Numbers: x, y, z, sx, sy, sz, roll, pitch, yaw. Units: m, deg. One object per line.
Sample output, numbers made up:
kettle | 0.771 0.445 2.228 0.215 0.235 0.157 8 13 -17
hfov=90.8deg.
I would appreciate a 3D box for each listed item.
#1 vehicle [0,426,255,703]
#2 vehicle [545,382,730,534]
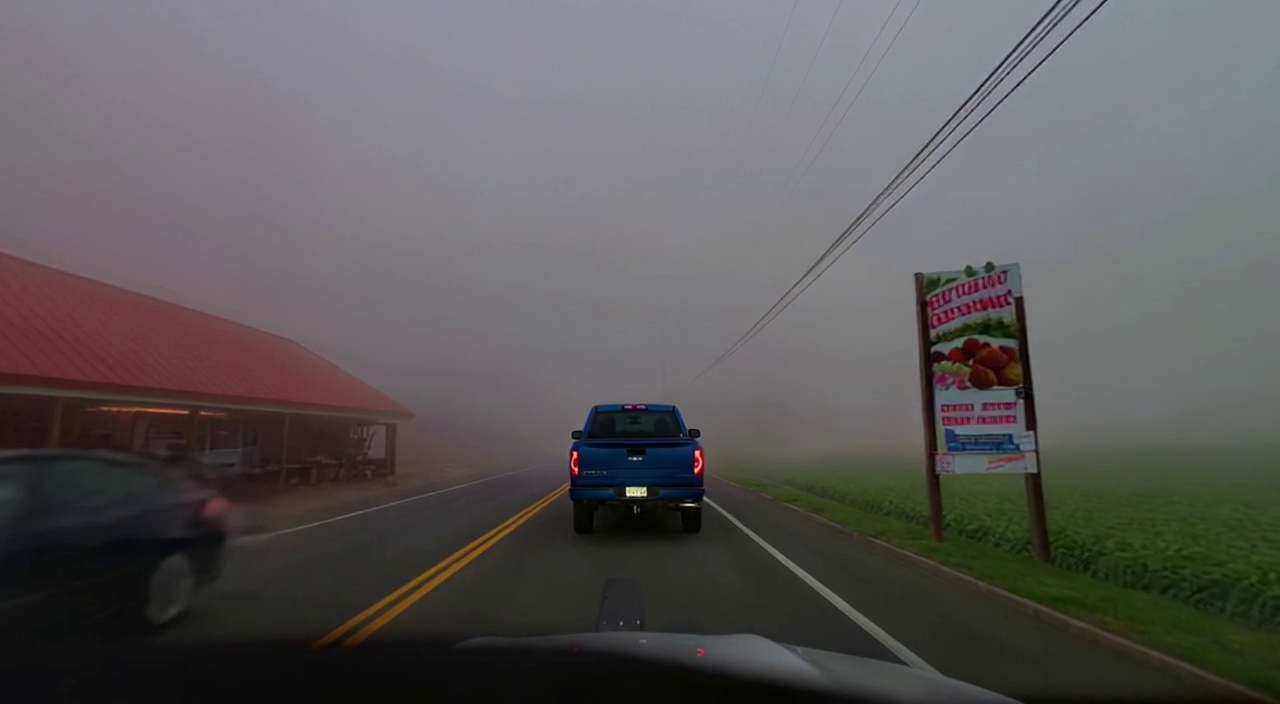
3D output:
vehicle | -4.350 1.115 3.164 2.121 1.473 4.390 0 -8 -1
vehicle | -0.111 1.985 12.307 2.693 2.223 5.885 0 -8 -2
